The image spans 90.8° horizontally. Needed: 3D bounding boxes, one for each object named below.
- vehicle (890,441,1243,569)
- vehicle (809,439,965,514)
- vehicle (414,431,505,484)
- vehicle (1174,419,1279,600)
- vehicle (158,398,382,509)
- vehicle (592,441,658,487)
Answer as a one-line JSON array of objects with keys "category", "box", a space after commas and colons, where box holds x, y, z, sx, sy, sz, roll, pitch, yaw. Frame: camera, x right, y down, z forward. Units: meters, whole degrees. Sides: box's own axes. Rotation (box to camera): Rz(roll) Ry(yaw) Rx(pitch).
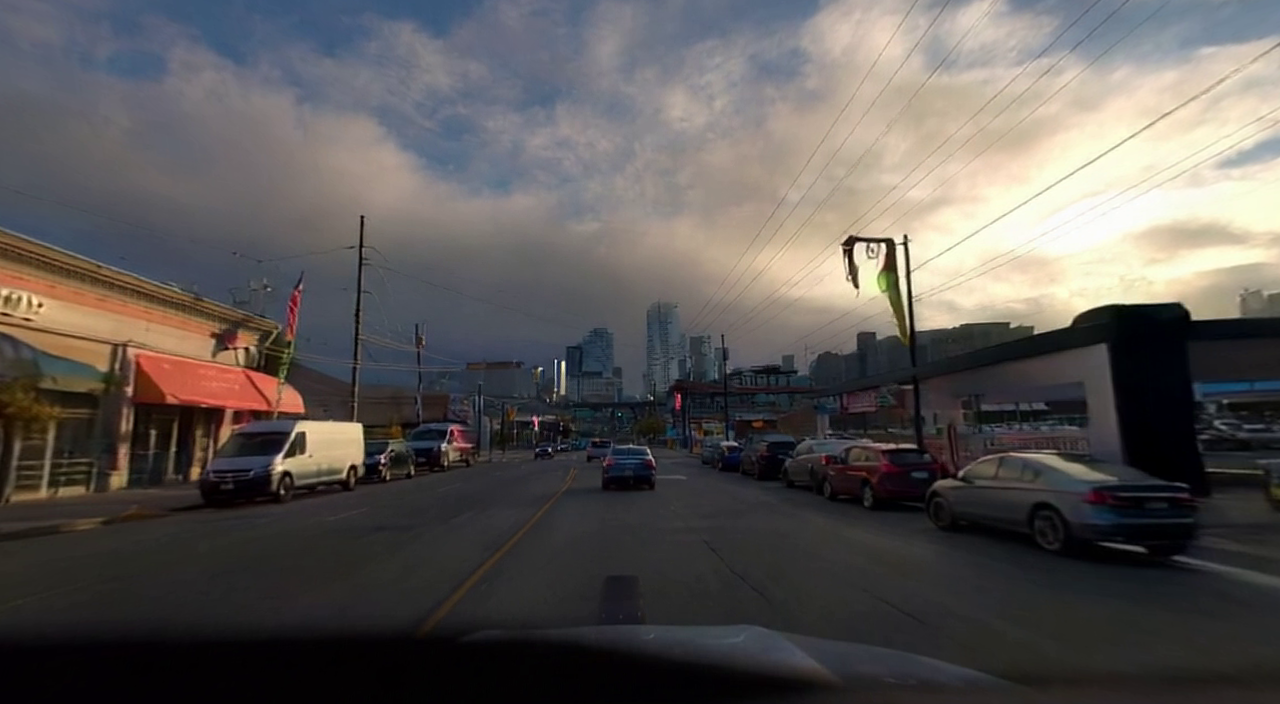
[{"category": "vehicle", "box": [5.819, 2.087, 9.527, 1.921, 1.430, 4.455, 1, -9, -6]}, {"category": "vehicle", "box": [5.552, 2.823, 14.816, 1.943, 1.507, 3.816, 0, -9, -3]}, {"category": "vehicle", "box": [-7.196, 4.263, 25.775, 2.456, 1.935, 4.769, 0, -9, -2]}, {"category": "vehicle", "box": [6.646, 1.180, 4.274, 1.786, 1.551, 4.471, 1, -9, -8]}, {"category": "vehicle", "box": [-10.080, 2.879, 18.263, 2.964, 2.597, 6.437, 0, -9, -5]}, {"category": "vehicle", "box": [-0.612, 3.951, 22.613, 2.112, 1.464, 4.411, 0, -9, -3]}]
